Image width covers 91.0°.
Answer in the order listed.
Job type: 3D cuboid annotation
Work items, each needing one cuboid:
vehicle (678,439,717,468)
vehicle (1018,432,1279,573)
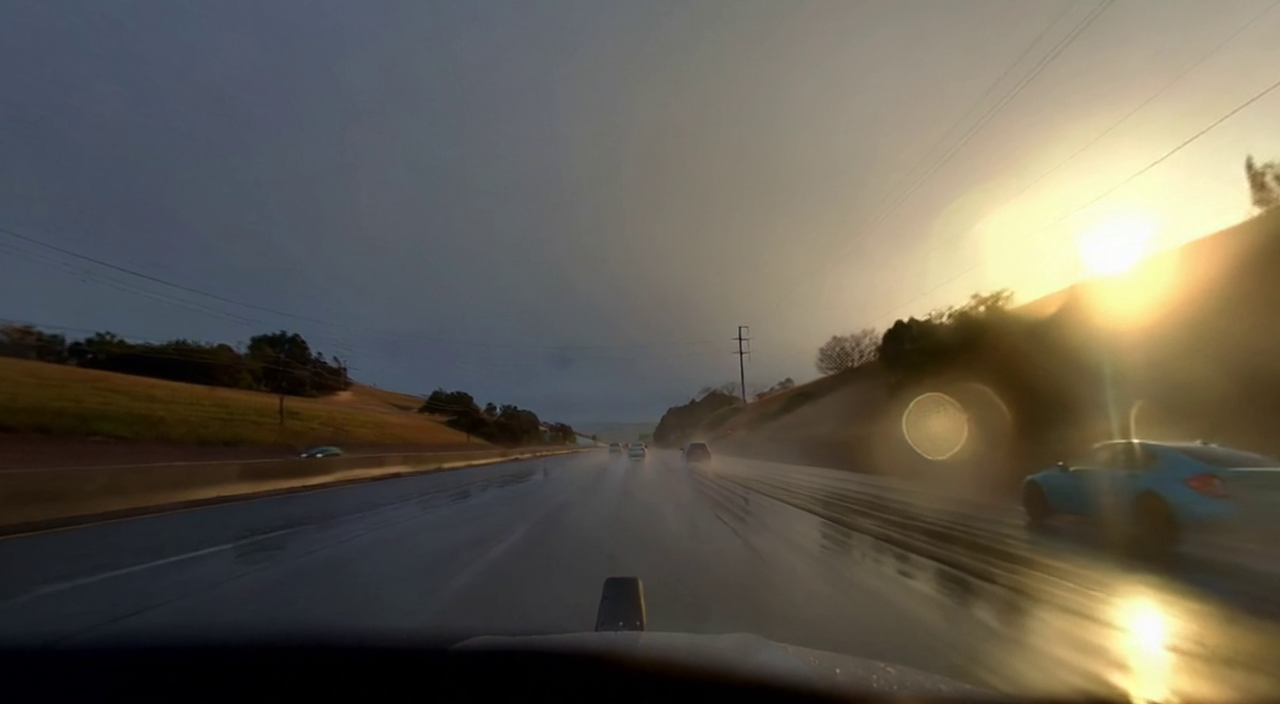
[{"bbox_3d":[3.736,6.733,41.873,2.159,1.782,4.673,1,-9,0],"label":"vehicle"},{"bbox_3d":[8.053,2.019,9.299,1.970,1.545,4.818,0,-8,0],"label":"vehicle"}]
